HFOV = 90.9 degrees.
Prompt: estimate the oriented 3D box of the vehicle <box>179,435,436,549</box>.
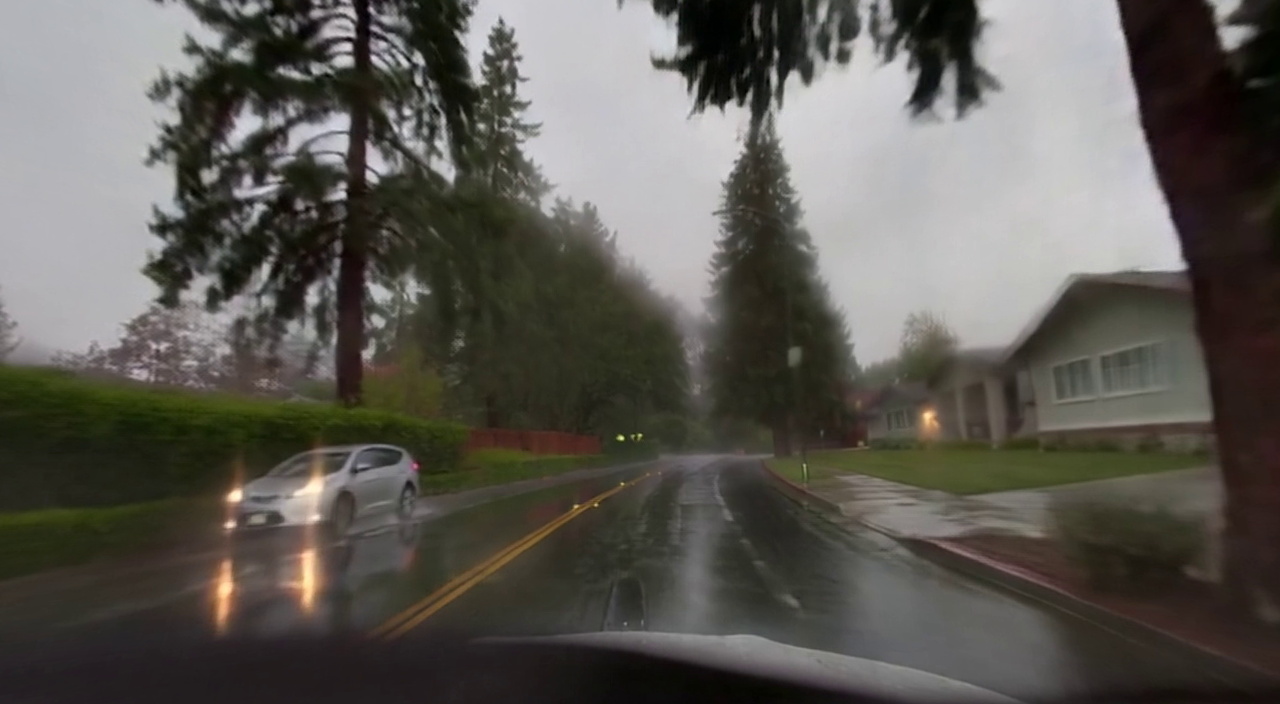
[{"bbox_3d":[-5.826,2.549,12.016,2.002,1.601,5.012,-3,-10,3],"label":"vehicle"}]
